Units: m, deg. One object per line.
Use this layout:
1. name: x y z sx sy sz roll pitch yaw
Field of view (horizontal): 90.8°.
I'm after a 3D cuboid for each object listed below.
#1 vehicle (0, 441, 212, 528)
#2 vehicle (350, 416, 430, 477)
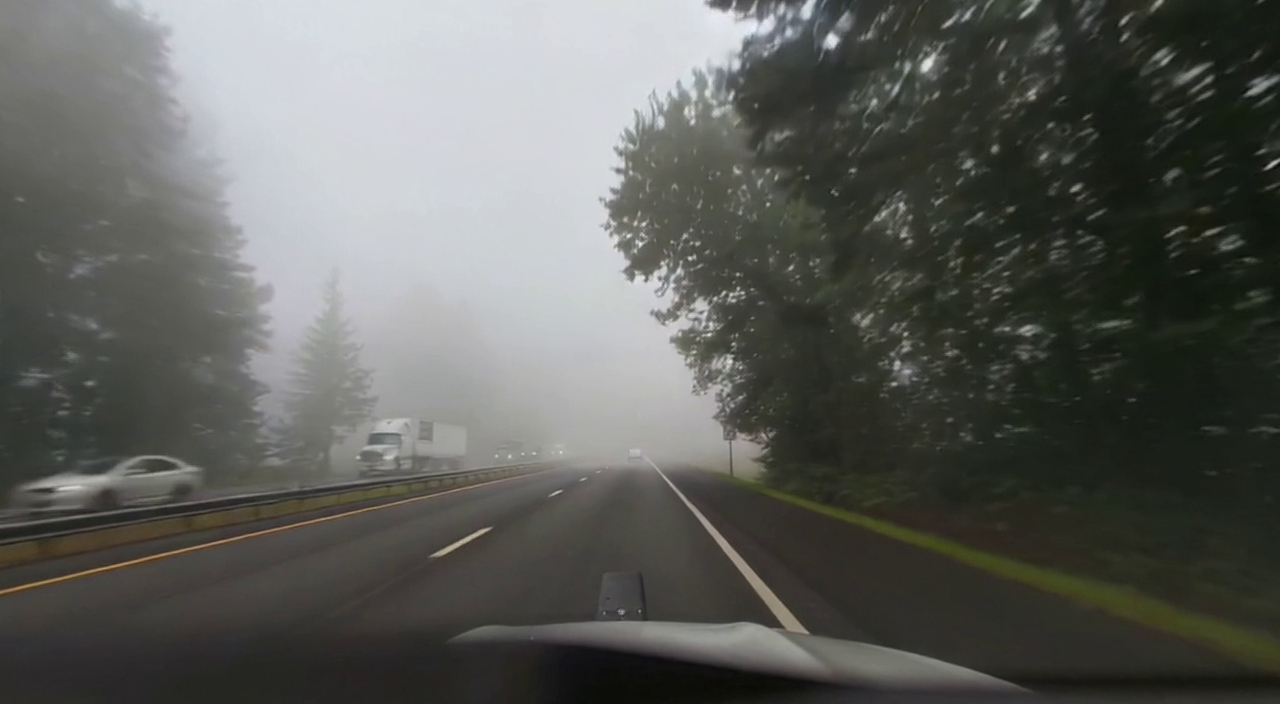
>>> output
1. vehicle: -12.566 3.017 14.860 1.904 1.704 4.258 0 -9 0
2. vehicle: -17.142 6.613 43.725 3.017 3.899 5.910 0 -10 -1
